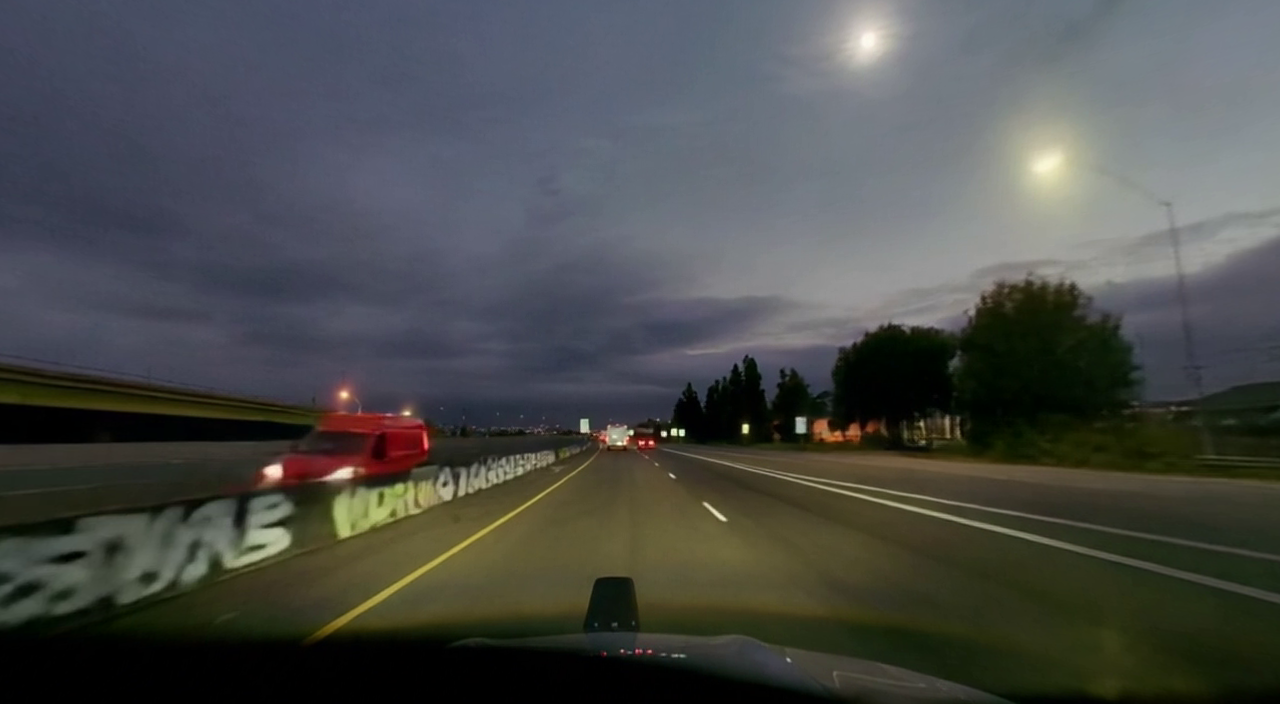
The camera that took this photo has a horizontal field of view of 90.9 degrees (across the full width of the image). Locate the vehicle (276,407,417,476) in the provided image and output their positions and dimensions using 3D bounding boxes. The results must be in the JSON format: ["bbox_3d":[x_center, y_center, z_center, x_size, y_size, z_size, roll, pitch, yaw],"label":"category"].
[{"bbox_3d":[-9.155,2.856,20.274,2.106,1.901,5.107,0,-8,-1],"label":"vehicle"}]
